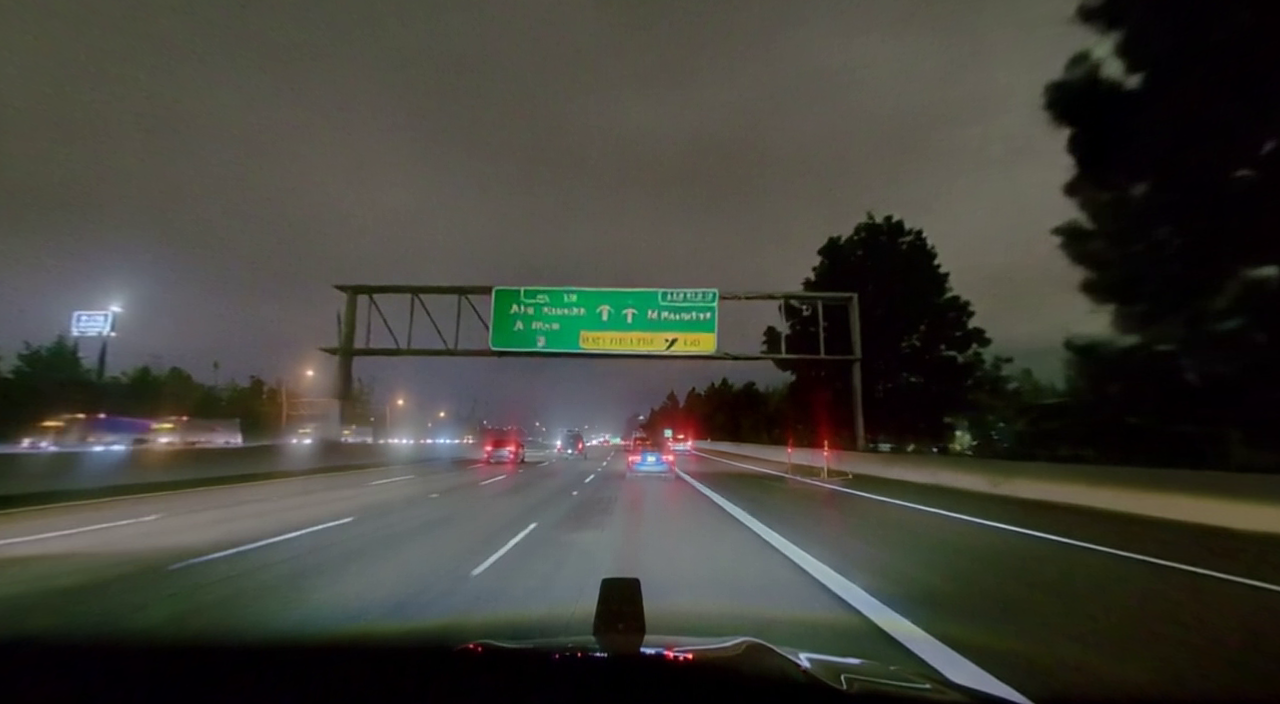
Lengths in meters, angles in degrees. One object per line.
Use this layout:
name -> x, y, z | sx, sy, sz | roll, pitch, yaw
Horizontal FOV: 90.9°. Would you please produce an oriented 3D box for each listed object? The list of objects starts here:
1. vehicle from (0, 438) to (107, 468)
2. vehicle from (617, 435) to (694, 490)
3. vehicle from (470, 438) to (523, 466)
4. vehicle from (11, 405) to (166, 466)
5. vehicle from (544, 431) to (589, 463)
vehicle -> -32.390, 5.579, 35.036 | 1.923, 1.514, 4.299 | 1, -8, -3
vehicle -> 0.380, 3.283, 19.169 | 2.082, 1.482, 4.126 | 0, -8, -2
vehicle -> -7.975, 5.612, 35.549 | 1.974, 1.464, 4.733 | 0, -8, -1
vehicle -> -36.270, 5.613, 42.134 | 2.841, 3.656, 8.721 | 1, -8, -4
vehicle -> -4.296, 5.678, 37.646 | 2.289, 1.777, 4.534 | 0, -8, -2
